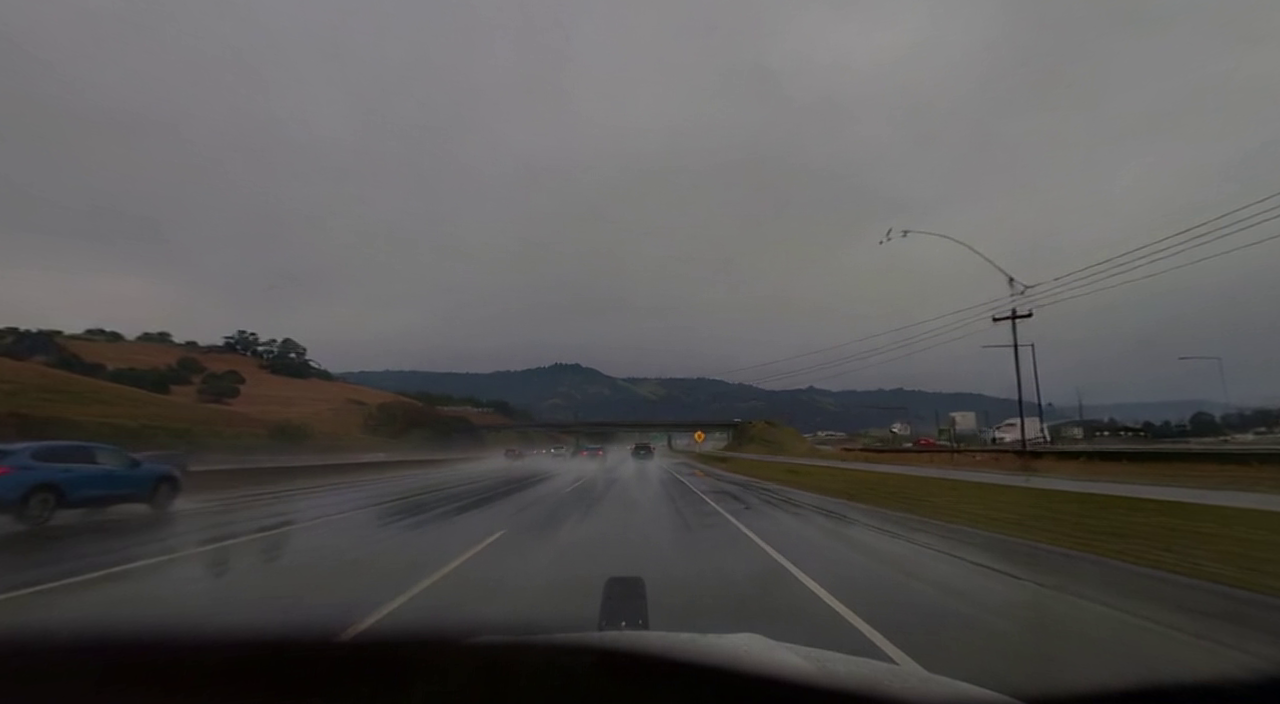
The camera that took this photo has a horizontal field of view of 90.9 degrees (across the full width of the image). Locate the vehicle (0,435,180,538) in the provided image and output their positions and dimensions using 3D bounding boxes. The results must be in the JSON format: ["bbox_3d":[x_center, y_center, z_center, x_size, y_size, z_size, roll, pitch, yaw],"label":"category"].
[{"bbox_3d":[-11.313,2.447,11.989,2.005,1.649,4.022,-1,-8,1],"label":"vehicle"}]

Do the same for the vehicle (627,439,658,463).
[{"bbox_3d":[0.161,7.569,48.166,2.194,1.737,4.127,0,-8,-1],"label":"vehicle"}]
